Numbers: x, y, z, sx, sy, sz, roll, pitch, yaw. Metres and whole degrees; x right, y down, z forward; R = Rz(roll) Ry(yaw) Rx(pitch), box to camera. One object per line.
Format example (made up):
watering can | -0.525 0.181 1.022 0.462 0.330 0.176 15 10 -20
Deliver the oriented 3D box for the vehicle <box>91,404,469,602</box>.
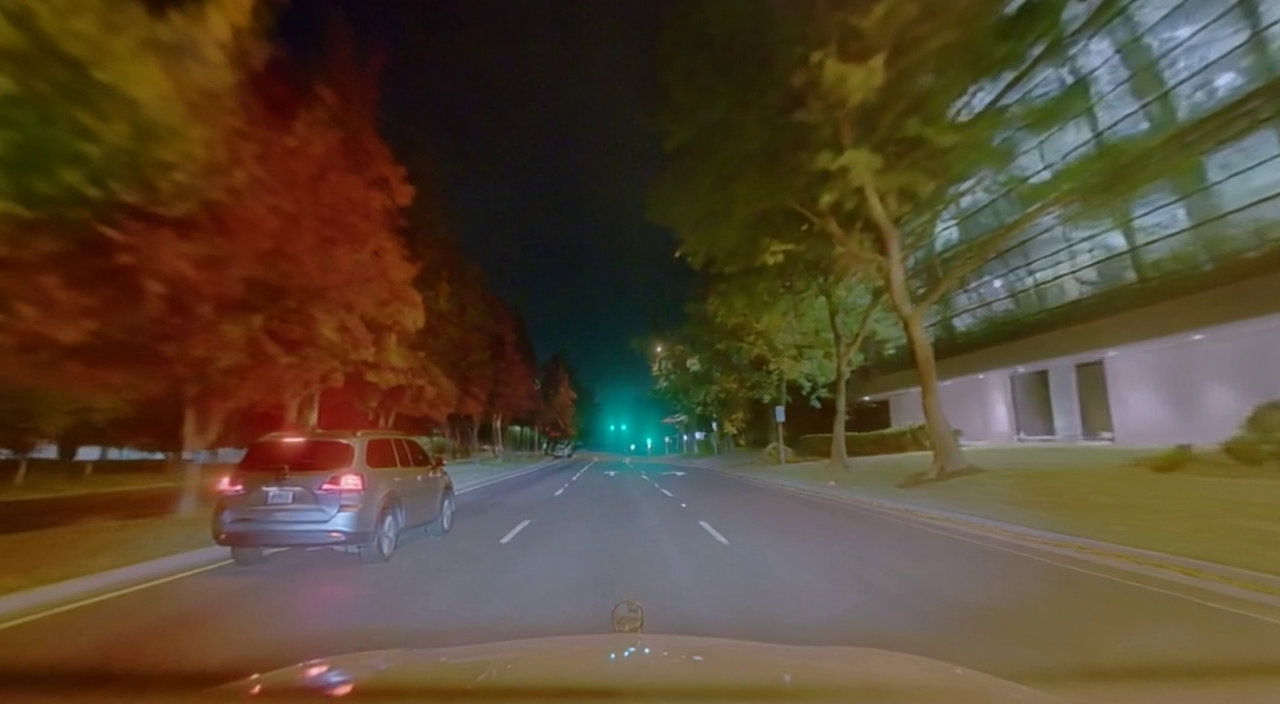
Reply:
vehicle | -3.743 1.645 7.831 2.067 1.700 4.561 0 -8 -2
